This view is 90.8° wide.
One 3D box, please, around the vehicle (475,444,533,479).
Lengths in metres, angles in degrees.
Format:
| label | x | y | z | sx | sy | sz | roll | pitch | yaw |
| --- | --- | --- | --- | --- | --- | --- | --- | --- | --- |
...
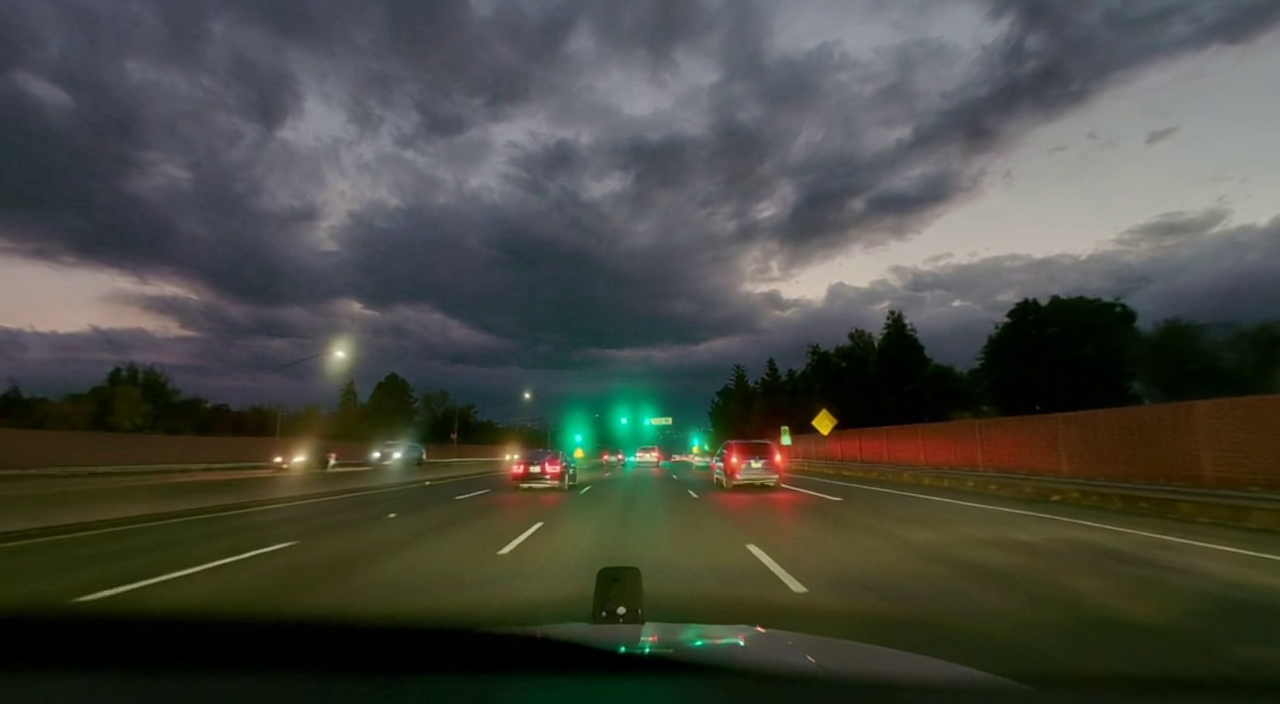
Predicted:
| label | x | y | z | sx | sy | sz | roll | pitch | yaw |
| --- | --- | --- | --- | --- | --- | --- | --- | --- | --- |
| vehicle | -6.231 | 5.047 | 29.296 | 1.835 | 1.504 | 3.612 | 0 | -8 | 1 |

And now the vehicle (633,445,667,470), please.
| label | x | y | z | sx | sy | sz | roll | pitch | yaw |
| --- | --- | --- | --- | --- | --- | --- | --- | --- | --- |
| vehicle | 0.739 | 7.802 | 47.048 | 2.408 | 1.748 | 4.217 | 0 | -8 | 1 |

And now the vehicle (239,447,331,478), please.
| label | x | y | z | sx | sy | sz | roll | pitch | yaw |
| --- | --- | --- | --- | --- | --- | --- | --- | --- | --- |
| vehicle | -18.632 | 5.805 | 33.468 | 2.037 | 1.489 | 4.795 | 0 | -8 | 1 |

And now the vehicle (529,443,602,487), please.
| label | x | y | z | sx | sy | sz | roll | pitch | yaw |
| --- | --- | --- | --- | --- | --- | --- | --- | --- | --- |
| vehicle | -2.723 | 4.247 | 24.183 | 2.130 | 1.514 | 4.766 | 0 | -8 | 1 |

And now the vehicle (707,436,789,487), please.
| label | x | y | z | sx | sy | sz | roll | pitch | yaw |
| --- | --- | --- | --- | --- | --- | --- | --- | --- | --- |
| vehicle | 3.969 | 4.093 | 24.041 | 2.320 | 1.735 | 4.408 | 0 | -8 | 0 |

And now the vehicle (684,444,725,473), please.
| label | x | y | z | sx | sy | sz | roll | pitch | yaw |
| --- | --- | --- | --- | --- | --- | --- | --- | --- | --- |
| vehicle | 3.934 | 6.589 | 39.284 | 2.146 | 1.658 | 4.318 | 0 | -8 | 1 |

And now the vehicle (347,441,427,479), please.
| label | x | y | z | sx | sy | sz | roll | pitch | yaw |
| --- | --- | --- | --- | --- | --- | --- | --- | --- | --- |
| vehicle | -12.197 | 5.220 | 30.803 | 1.958 | 1.693 | 4.534 | 0 | -8 | 1 |
